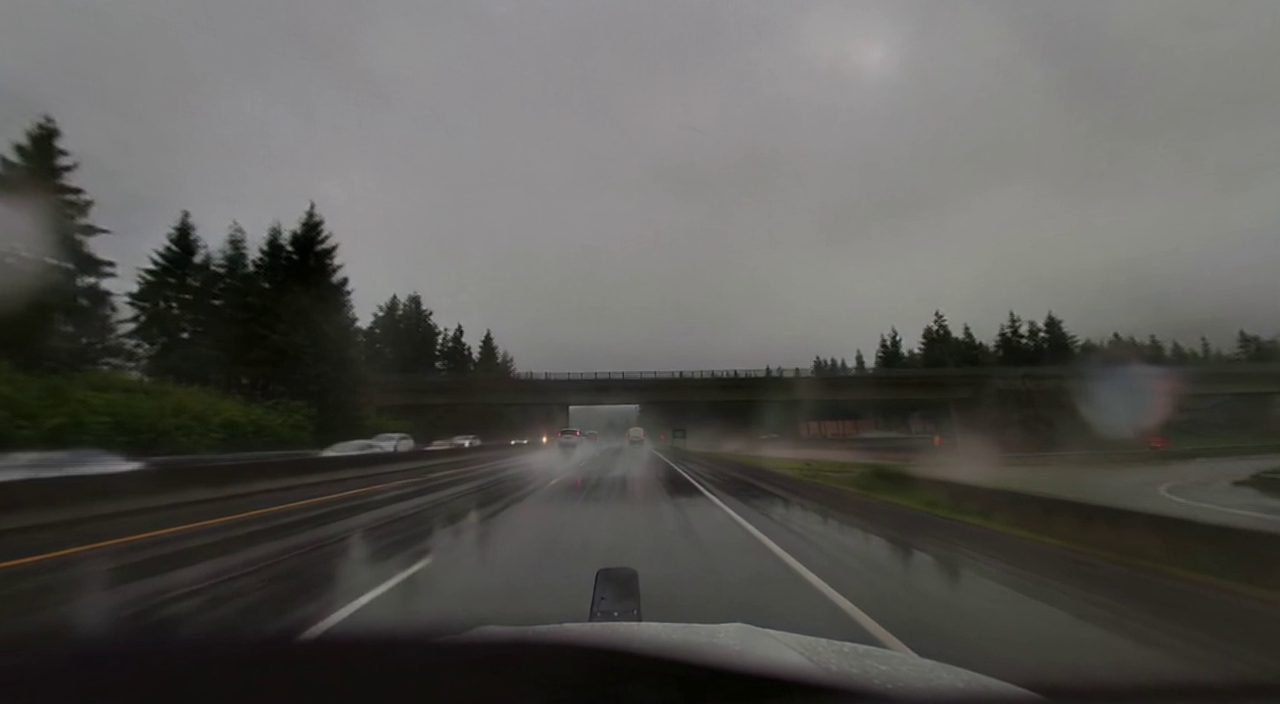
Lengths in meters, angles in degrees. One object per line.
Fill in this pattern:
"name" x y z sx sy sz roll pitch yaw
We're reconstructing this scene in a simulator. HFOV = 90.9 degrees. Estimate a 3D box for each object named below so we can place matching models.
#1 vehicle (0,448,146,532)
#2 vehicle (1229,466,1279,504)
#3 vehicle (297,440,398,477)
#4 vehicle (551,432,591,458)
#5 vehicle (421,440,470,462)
"vehicle" -12.415 2.611 12.204 2.151 1.430 4.425 0 -8 -1
"vehicle" 31.740 6.642 31.699 2.033 1.565 4.672 -5 -9 31
"vehicle" -12.436 4.539 27.151 2.294 1.453 4.341 0 -8 0
"vehicle" -4.403 5.999 40.811 2.169 1.588 4.264 0 -8 -1
"vehicle" -13.197 6.711 42.949 2.012 1.428 4.247 0 -8 -1
